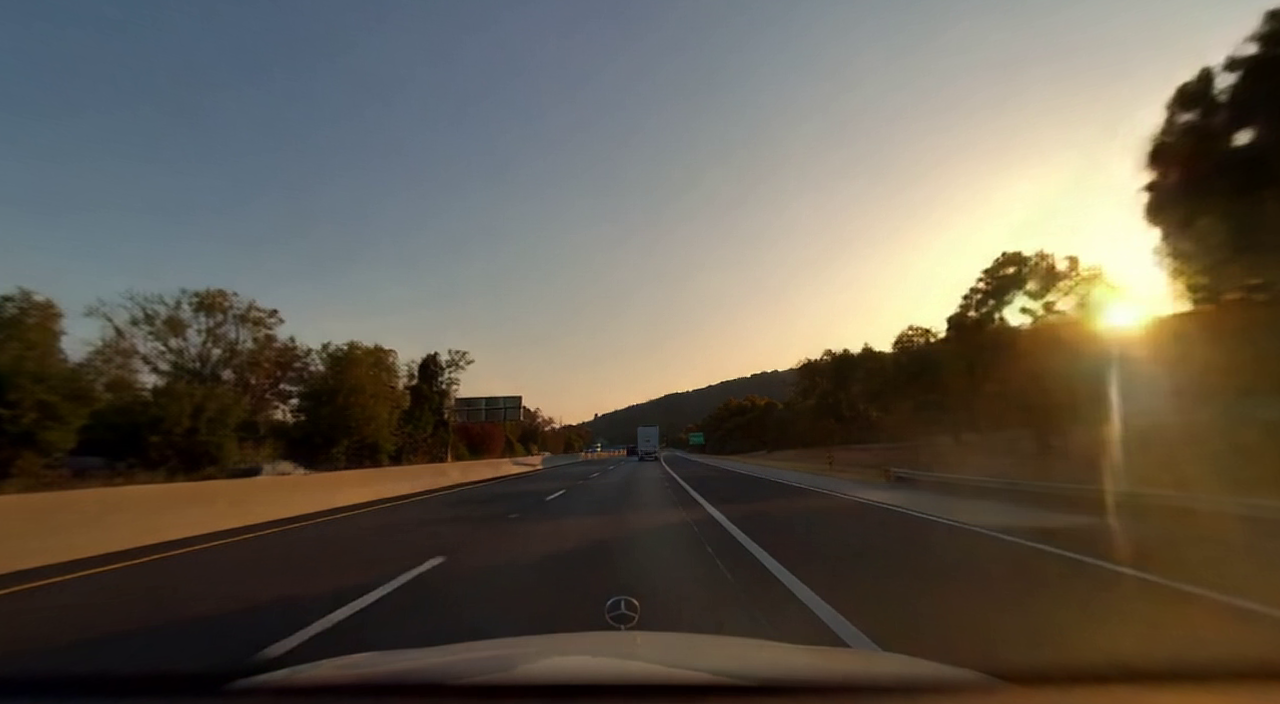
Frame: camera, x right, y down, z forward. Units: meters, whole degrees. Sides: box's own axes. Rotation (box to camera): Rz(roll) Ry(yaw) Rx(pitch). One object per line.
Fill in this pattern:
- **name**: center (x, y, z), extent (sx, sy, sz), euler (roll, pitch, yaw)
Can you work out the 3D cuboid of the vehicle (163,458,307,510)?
- **vehicle**: center (-13.866, 4.501, 22.008), extent (1.938, 1.545, 4.630), euler (0, -9, 0)
